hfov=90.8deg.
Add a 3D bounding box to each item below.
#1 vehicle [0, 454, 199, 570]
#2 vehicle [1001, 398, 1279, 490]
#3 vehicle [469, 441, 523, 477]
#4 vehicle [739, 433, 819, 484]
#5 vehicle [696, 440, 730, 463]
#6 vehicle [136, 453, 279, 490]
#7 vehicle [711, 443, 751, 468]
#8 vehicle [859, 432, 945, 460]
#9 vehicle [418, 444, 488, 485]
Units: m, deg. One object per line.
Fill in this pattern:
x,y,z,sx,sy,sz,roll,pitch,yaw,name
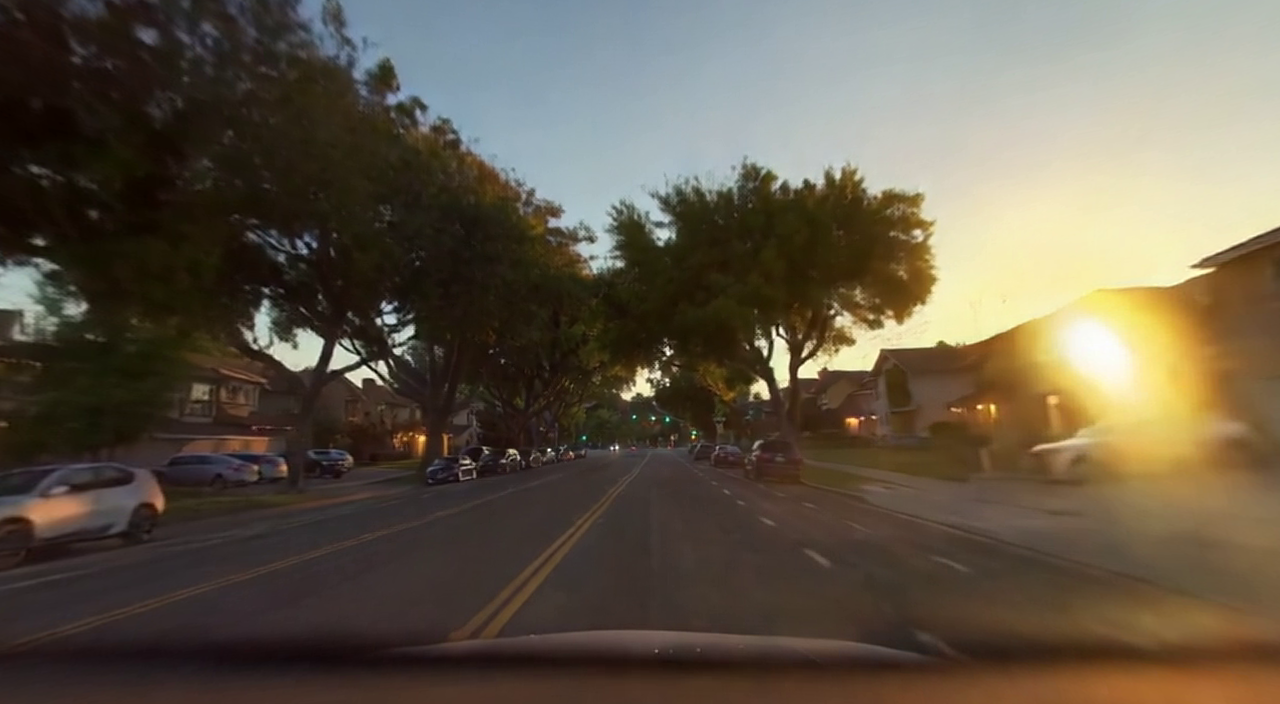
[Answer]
-10.237,2.646,10.825,2.082,1.661,4.403,-3,-10,1,vehicle
13.359,2.331,16.254,6.619,1.884,2.225,-3,-9,2,vehicle
-9.282,6.901,41.096,2.225,2.037,5.158,-4,-8,1,vehicle
5.530,4.280,25.751,2.215,1.886,4.577,0,-8,0,vehicle
5.603,7.712,49.066,2.155,1.668,4.425,0,-8,1,vehicle
-18.352,5.059,26.969,4.699,1.476,1.949,0,-8,1,vehicle
5.715,6.582,40.250,1.908,1.477,4.920,0,-8,2,vehicle
14.740,5.326,35.725,3.966,1.500,1.998,-1,-8,3,vehicle
-9.524,5.794,32.605,2.117,1.865,4.570,-3,-10,1,vehicle
